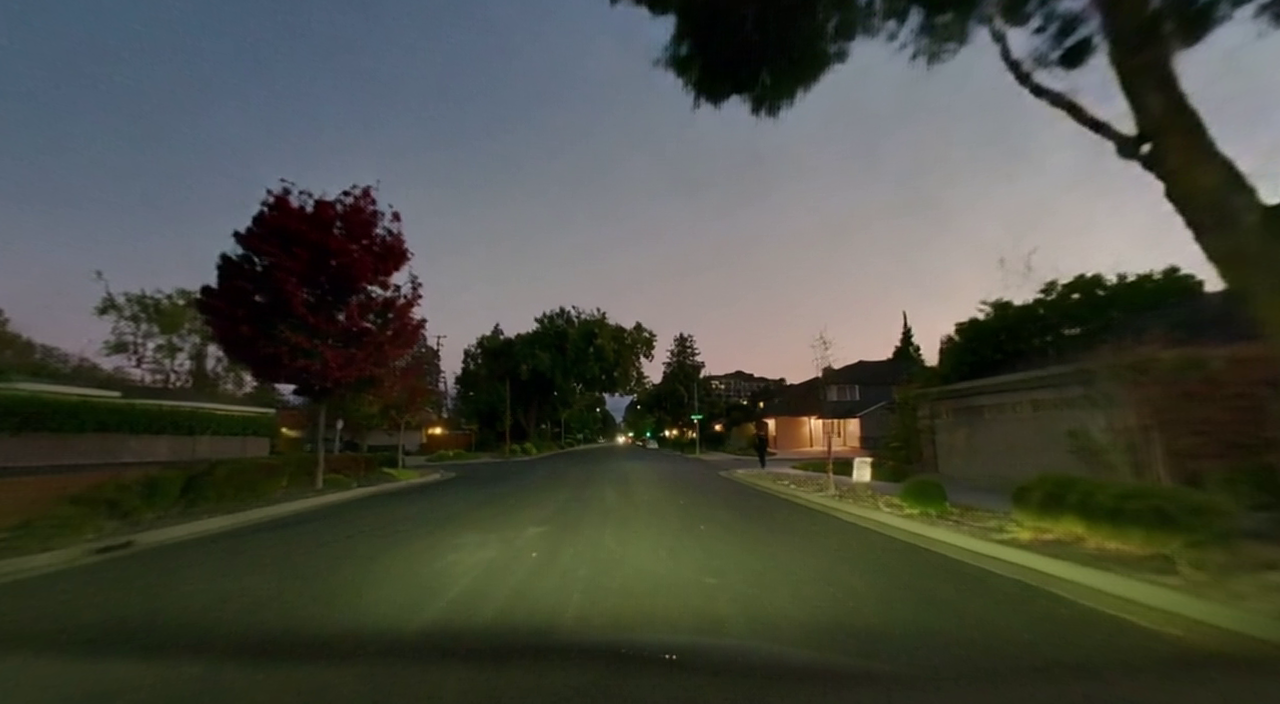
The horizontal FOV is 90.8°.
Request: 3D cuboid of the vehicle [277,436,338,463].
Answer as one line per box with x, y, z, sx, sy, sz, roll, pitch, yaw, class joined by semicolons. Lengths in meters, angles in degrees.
-25.453;7.523;48.603;2.004;1.856;4.934;-3;-9;1;vehicle
